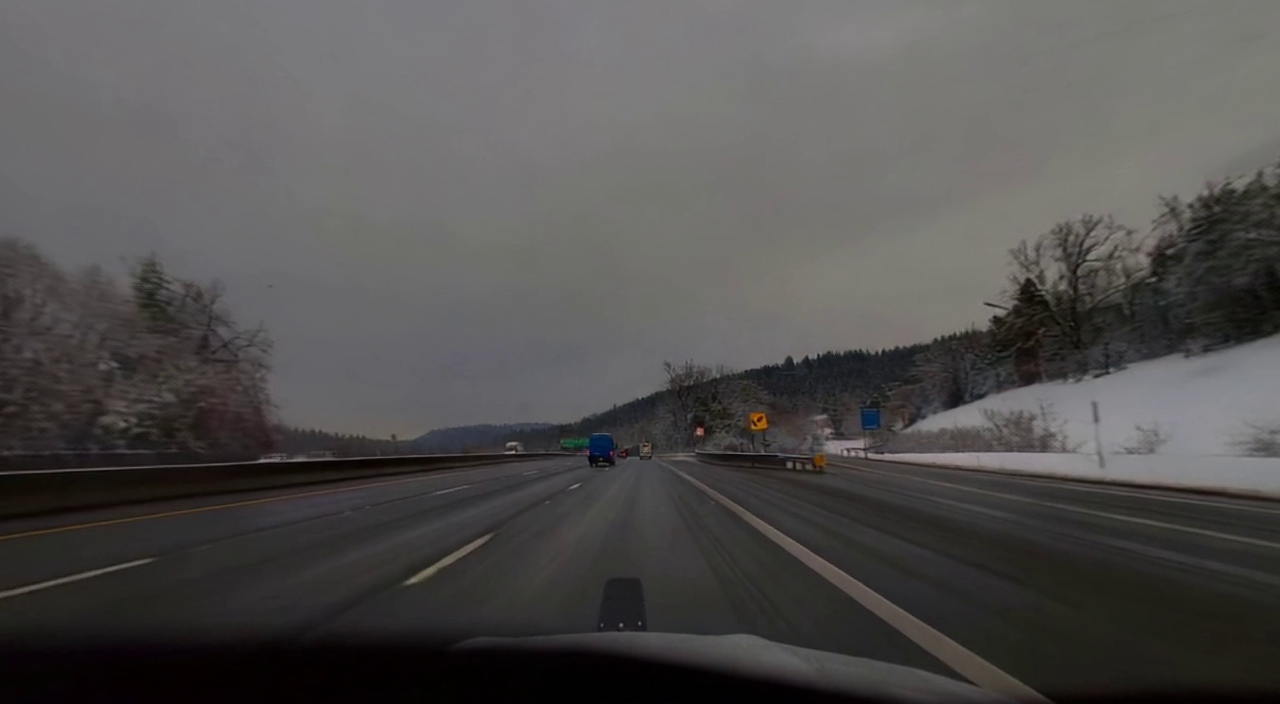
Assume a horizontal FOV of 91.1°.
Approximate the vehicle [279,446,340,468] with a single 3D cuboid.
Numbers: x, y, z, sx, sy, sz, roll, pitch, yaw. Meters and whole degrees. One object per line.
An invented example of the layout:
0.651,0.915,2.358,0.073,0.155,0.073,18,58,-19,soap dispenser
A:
-25.798,8.176,49.228,1.964,1.621,5.002,0,-8,1,vehicle
